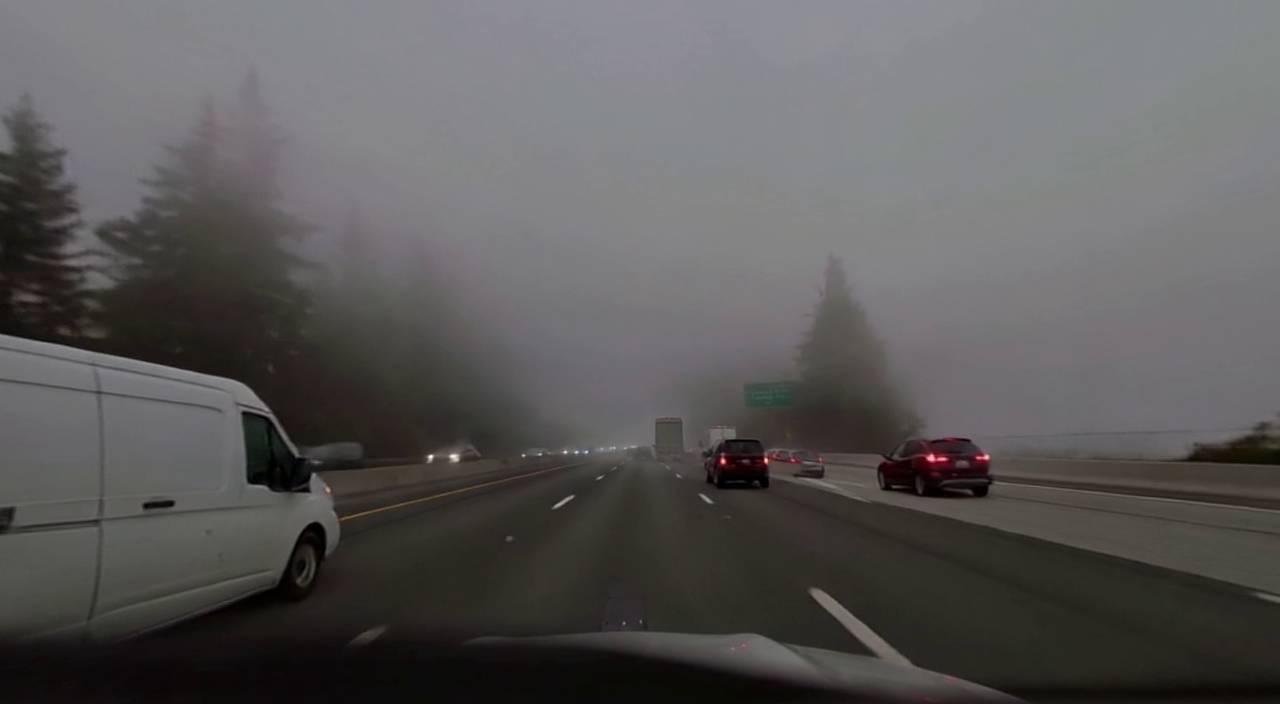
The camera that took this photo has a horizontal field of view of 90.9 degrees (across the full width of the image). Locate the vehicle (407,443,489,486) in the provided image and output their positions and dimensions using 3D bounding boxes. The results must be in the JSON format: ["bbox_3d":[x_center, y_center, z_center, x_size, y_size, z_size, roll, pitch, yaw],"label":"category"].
[{"bbox_3d":[-8.110,4.779,27.130,2.081,1.656,4.378,0,-8,1],"label":"vehicle"}]

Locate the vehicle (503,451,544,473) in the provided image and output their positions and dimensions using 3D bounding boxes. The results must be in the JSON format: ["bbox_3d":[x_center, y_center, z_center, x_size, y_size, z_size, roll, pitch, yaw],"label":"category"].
[{"bbox_3d":[-8.028,7.629,43.943,1.911,1.440,4.514,0,-8,1],"label":"vehicle"}]

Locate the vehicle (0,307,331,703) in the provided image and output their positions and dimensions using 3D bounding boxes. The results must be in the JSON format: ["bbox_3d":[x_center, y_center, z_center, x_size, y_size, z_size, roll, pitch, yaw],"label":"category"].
[{"bbox_3d":[-3.813,0.784,2.714,2.159,1.922,5.345,0,-8,1],"label":"vehicle"}]

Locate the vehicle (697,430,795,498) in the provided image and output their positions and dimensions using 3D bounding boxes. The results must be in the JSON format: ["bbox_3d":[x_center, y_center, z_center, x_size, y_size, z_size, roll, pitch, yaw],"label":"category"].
[{"bbox_3d":[3.176,3.471,19.999,2.209,1.862,4.717,0,-8,-1],"label":"vehicle"}]

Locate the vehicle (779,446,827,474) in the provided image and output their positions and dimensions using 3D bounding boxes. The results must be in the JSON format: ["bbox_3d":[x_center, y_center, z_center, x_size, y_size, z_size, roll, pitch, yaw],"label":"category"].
[{"bbox_3d":[9.184,6.084,35.807,1.827,1.493,3.919,-1,-8,3],"label":"vehicle"}]

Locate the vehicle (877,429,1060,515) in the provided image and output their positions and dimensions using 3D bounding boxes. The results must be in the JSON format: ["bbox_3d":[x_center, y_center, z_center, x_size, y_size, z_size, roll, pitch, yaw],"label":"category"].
[{"bbox_3d":[7.412,2.727,14.857,1.976,1.703,4.288,0,-8,0],"label":"vehicle"}]
